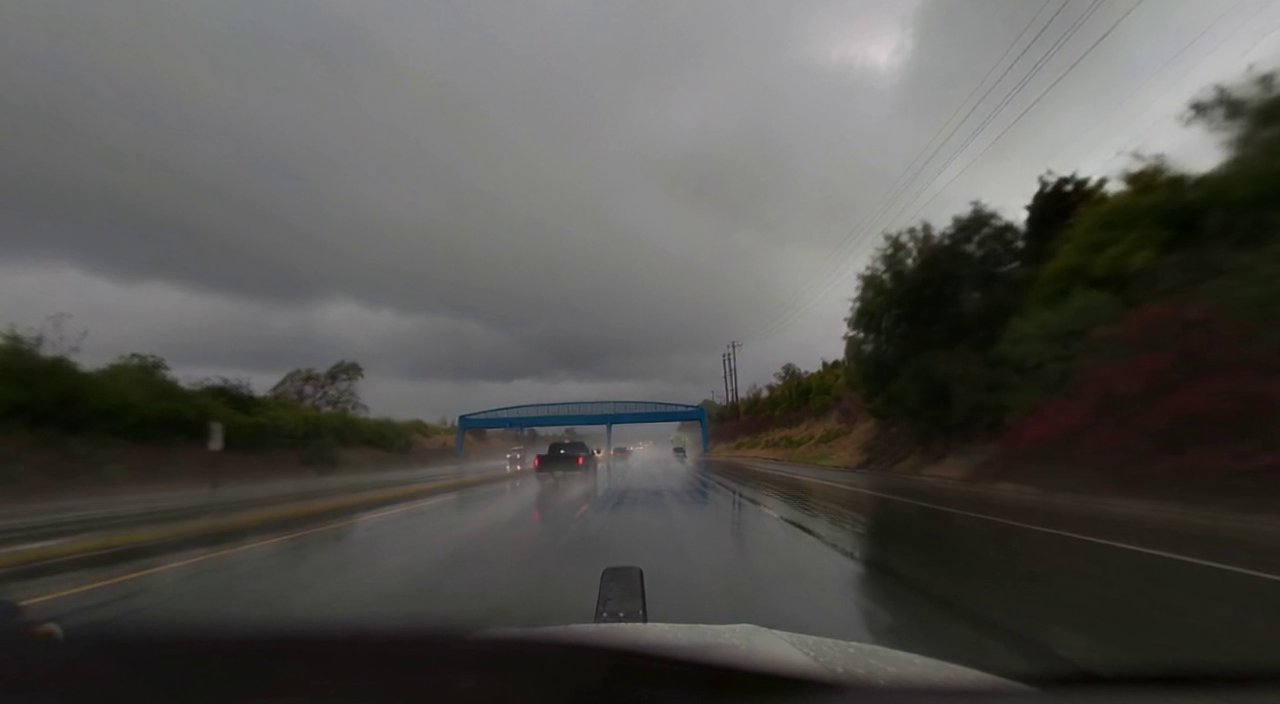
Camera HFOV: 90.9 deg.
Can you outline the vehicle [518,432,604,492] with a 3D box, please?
[{"bbox_3d":[-2.770,4.043,23.507,2.369,1.948,5.343,0,-9,2],"label":"vehicle"}]
